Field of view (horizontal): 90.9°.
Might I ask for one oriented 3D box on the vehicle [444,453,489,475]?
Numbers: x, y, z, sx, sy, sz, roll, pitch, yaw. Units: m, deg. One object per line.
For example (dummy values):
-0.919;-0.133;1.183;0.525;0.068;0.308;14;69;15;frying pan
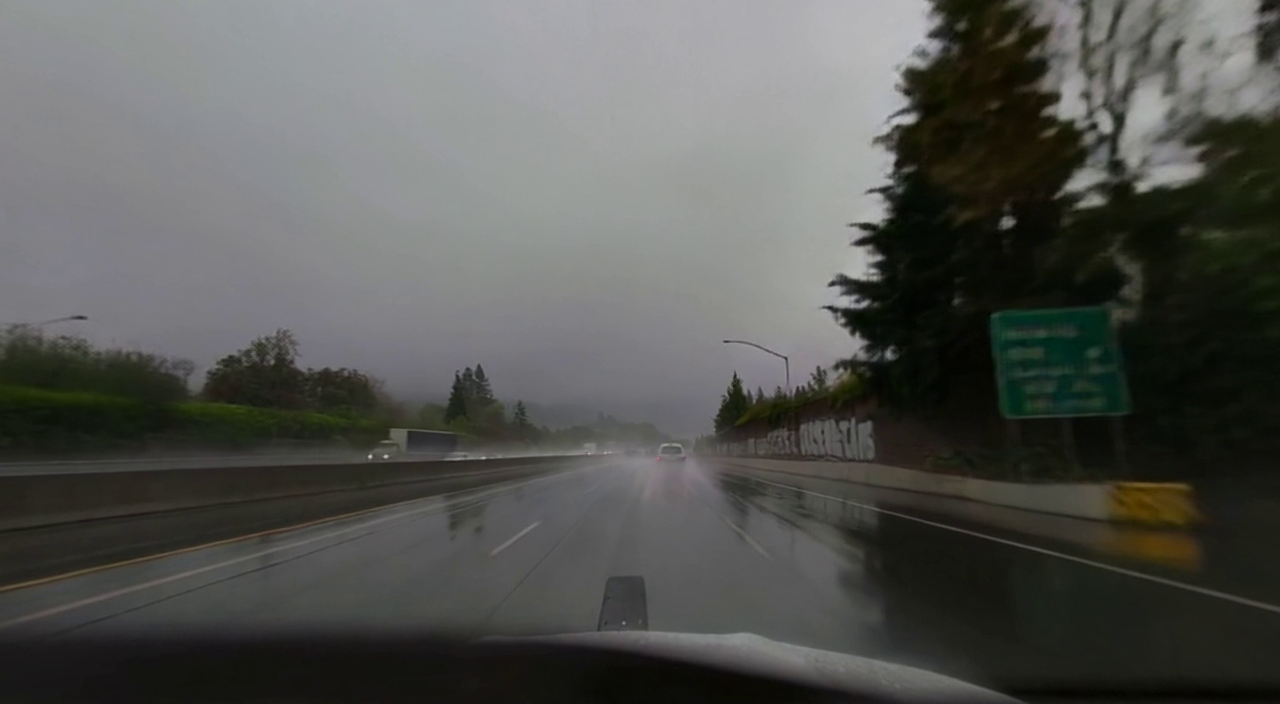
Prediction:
-12.251;7.910;44.757;1.866;1.480;4.496;0;-9;1;vehicle
